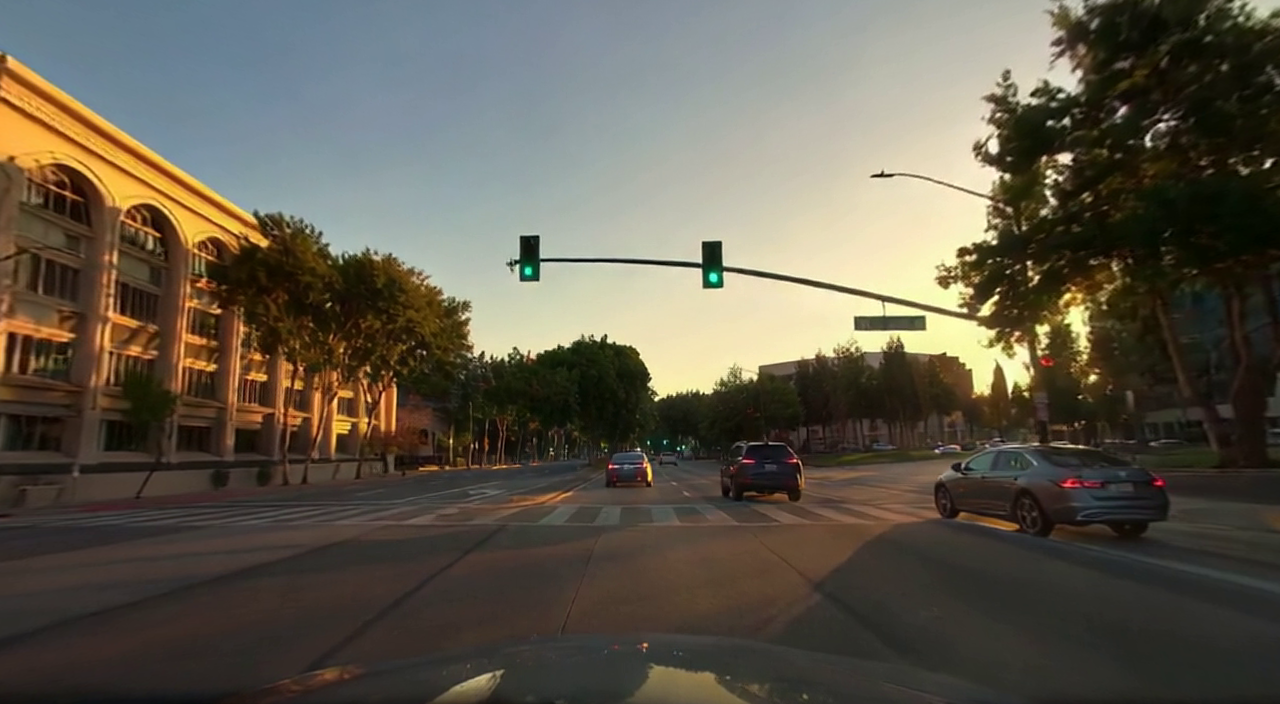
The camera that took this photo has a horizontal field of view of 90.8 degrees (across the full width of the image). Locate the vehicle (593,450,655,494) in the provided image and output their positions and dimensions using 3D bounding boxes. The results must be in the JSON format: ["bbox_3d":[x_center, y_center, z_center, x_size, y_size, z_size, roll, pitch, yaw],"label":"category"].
[{"bbox_3d":[-0.573,4.326,23.167,2.054,1.446,3.969,0,-9,-1],"label":"vehicle"}]

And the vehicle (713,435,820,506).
[{"bbox_3d":[3.408,3.297,17.989,2.036,1.757,4.300,0,-9,-2],"label":"vehicle"}]

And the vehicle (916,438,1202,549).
[{"bbox_3d":[6.666,2.263,10.799,1.868,1.472,4.274,0,-9,-1],"label":"vehicle"}]
